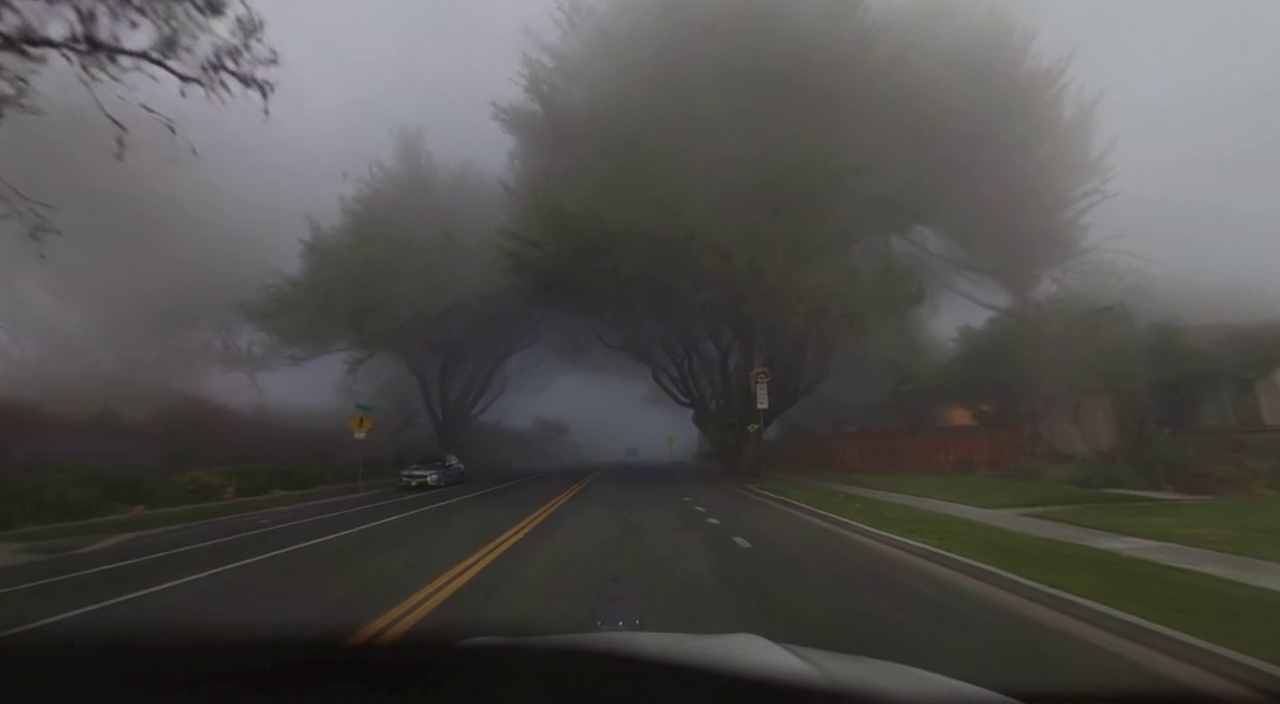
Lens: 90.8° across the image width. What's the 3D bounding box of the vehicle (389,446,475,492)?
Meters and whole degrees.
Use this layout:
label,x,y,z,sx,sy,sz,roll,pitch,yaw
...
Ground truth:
label,x,y,z,sx,sy,sz,roll,pitch,yaw
vehicle,-7.911,4.470,24.447,1.880,1.469,4.221,-4,-9,0
